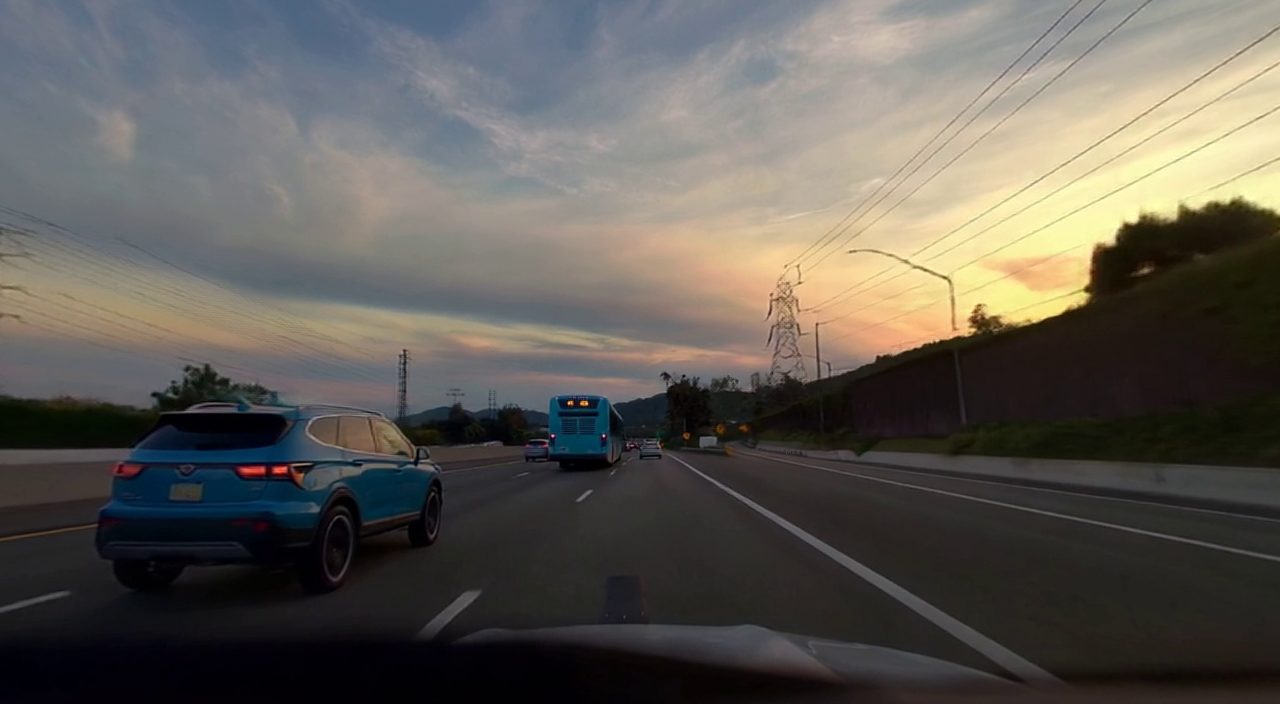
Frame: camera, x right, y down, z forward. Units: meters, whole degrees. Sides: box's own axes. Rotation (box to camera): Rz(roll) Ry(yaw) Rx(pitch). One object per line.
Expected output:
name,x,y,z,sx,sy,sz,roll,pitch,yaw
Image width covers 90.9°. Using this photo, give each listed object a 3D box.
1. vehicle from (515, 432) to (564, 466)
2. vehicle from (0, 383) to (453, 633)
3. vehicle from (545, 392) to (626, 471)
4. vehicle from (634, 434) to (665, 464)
vehicle,-6.715,6.593,42.815,2.282,2.116,6.030,0,-8,1
vehicle,-3.652,1.401,6.585,2.021,1.730,4.223,0,-8,1
vehicle,-2.730,4.715,36.128,3.382,3.712,11.766,1,-9,1
vehicle,0.677,6.853,44.663,2.083,2.001,4.782,0,-8,1
